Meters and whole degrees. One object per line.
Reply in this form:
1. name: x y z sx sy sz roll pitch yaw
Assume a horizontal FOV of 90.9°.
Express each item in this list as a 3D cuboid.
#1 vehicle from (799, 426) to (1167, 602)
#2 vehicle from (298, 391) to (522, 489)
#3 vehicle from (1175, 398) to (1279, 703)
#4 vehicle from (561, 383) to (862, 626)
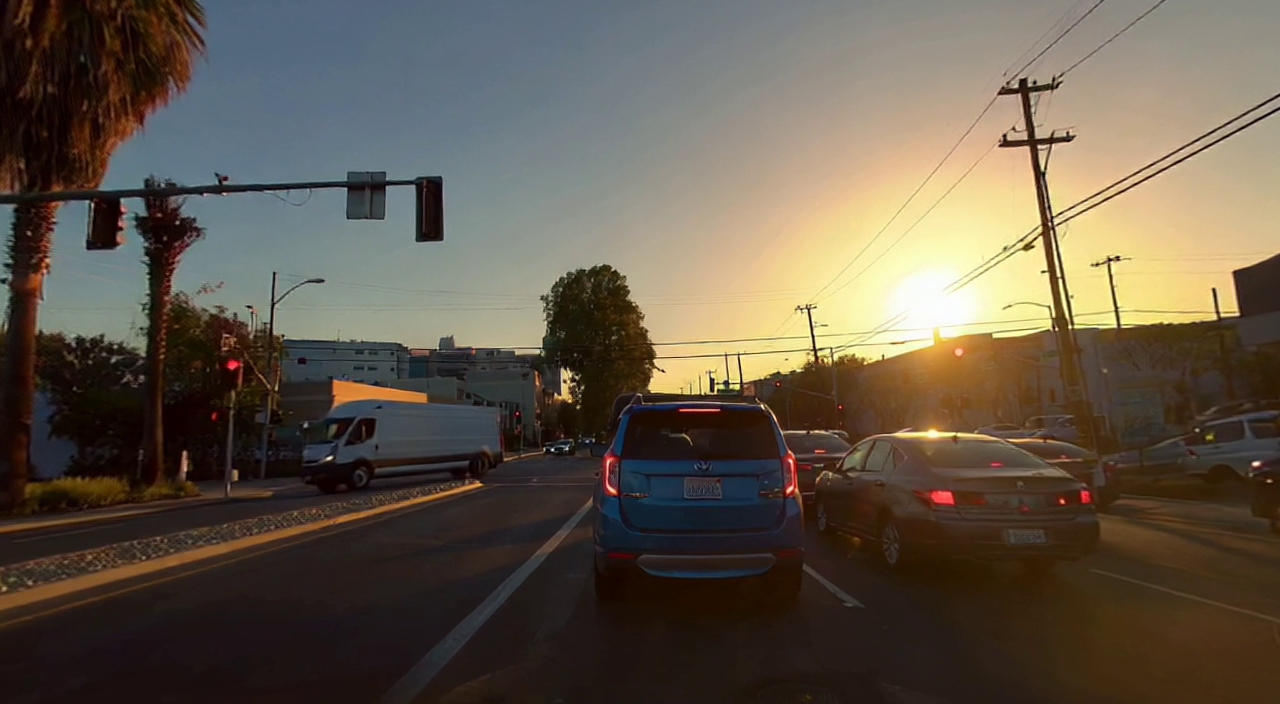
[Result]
1. vehicle: 3.443 1.688 7.507 1.895 1.456 4.255 0 -9 -1
2. vehicle: -10.421 4.366 30.960 2.973 3.889 11.535 -4 -9 24
3. vehicle: 3.361 0.656 0.661 1.805 1.485 4.348 0 -9 1
4. vehicle: 0.453 1.443 6.877 2.228 1.780 4.269 0 -9 -2
